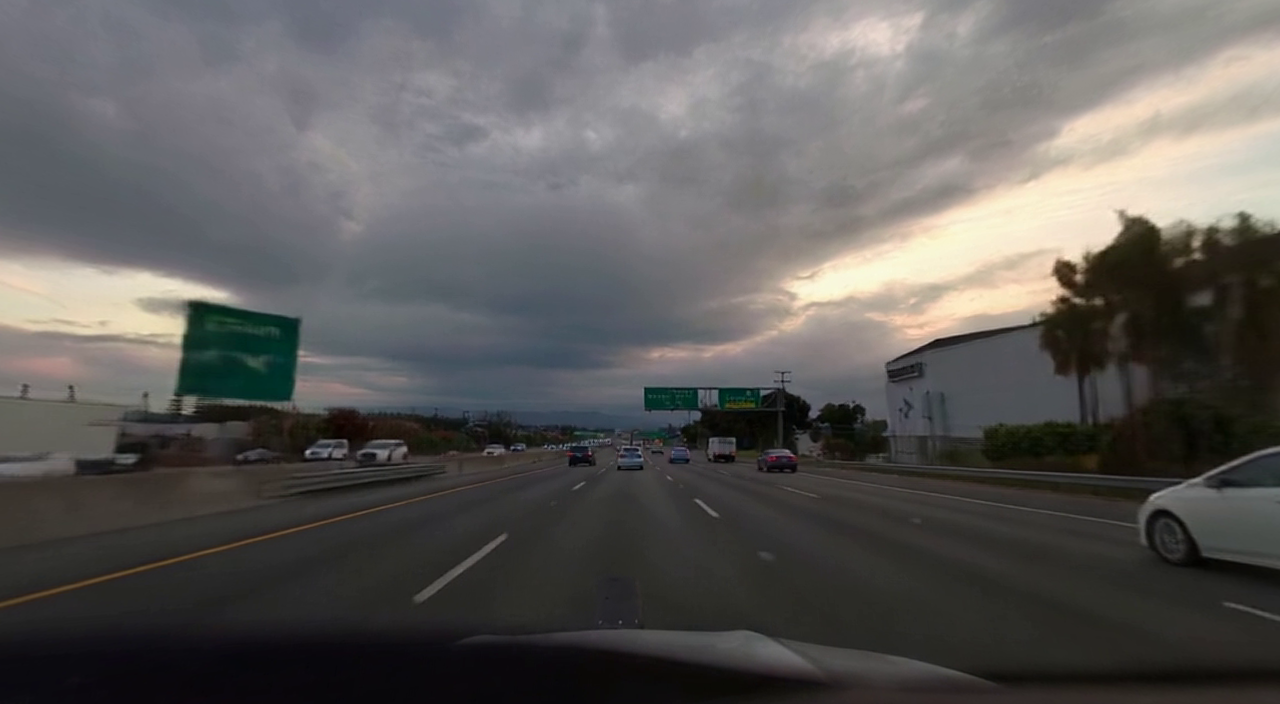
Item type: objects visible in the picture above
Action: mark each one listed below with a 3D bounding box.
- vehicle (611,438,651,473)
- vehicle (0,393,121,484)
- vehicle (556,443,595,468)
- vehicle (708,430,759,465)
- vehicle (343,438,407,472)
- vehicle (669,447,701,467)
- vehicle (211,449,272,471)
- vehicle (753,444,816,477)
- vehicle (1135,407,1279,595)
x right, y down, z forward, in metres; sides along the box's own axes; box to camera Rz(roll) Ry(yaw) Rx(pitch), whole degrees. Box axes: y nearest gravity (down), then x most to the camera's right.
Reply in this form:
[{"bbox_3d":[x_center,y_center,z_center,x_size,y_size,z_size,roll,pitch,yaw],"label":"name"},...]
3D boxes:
[{"bbox_3d":[-0.442,5.554,34.072,2.002,1.759,4.658,0,-8,0],"label":"vehicle"},{"bbox_3d":[-29.318,3.494,25.574,2.848,3.915,16.523,0,-9,0],"label":"vehicle"},{"bbox_3d":[-4.359,7.121,43.553,2.126,1.631,4.643,0,-8,1],"label":"vehicle"},{"bbox_3d":[6.957,7.240,47.936,2.790,2.473,6.815,0,-8,0],"label":"vehicle"},{"bbox_3d":[-14.093,5.465,33.786,1.715,1.682,3.811,0,-9,1],"label":"vehicle"},{"bbox_3d":[3.086,7.262,43.894,1.816,1.353,3.809,0,-8,-1],"label":"vehicle"},{"bbox_3d":[-29.201,7.926,46.410,1.774,1.505,4.029,0,-9,0],"label":"vehicle"},{"bbox_3d":[6.795,5.120,30.104,1.879,1.428,4.402,0,-9,-1],"label":"vehicle"},{"bbox_3d":[6.706,1.249,5.124,1.944,1.666,4.184,0,-9,0],"label":"vehicle"}]
